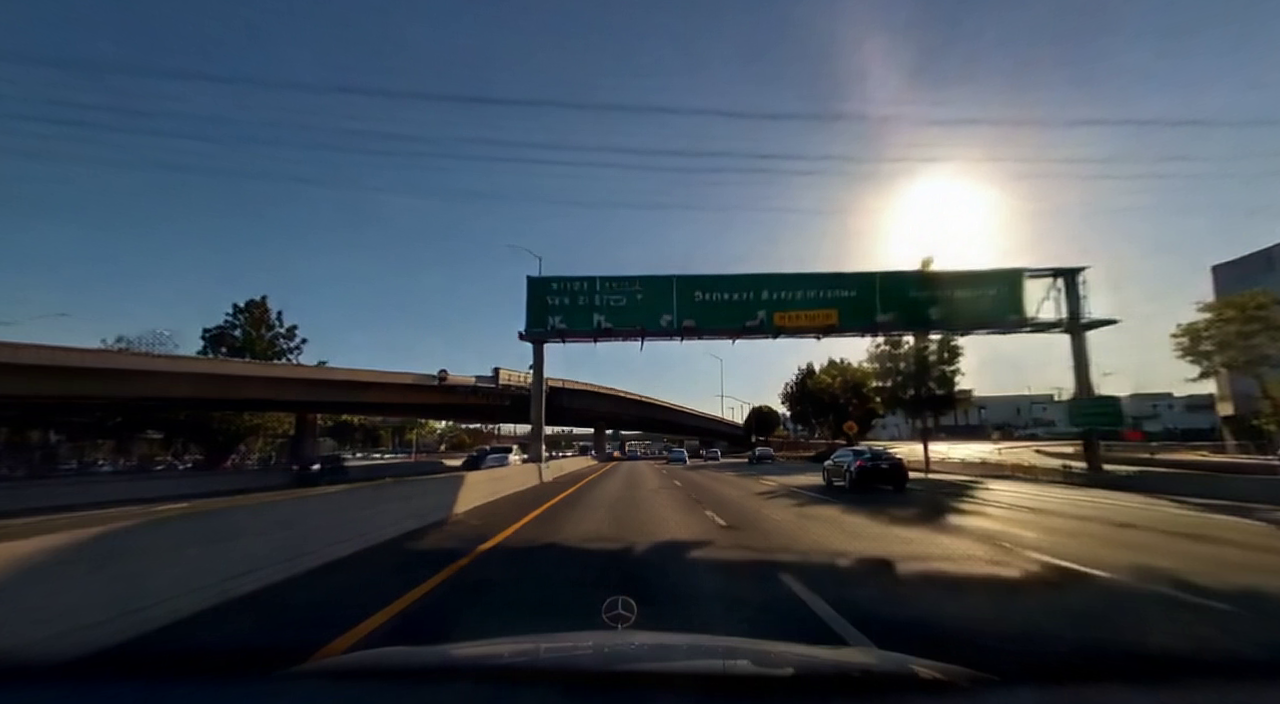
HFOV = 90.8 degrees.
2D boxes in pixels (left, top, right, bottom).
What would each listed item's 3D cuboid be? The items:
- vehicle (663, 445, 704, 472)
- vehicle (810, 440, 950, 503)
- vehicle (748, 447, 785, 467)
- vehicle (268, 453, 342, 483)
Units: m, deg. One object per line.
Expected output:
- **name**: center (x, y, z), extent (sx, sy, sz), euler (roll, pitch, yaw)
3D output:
- **vehicle**: center (2.627, 6.529, 39.058), extent (1.993, 1.507, 4.594), euler (0, -8, -2)
- **vehicle**: center (6.318, 3.176, 17.295), extent (1.952, 1.489, 4.483), euler (0, -8, -2)
- **vehicle**: center (9.447, 7.836, 47.454), extent (1.838, 1.440, 4.121), euler (0, -8, -2)
- **vehicle**: center (-20.764, 7.196, 39.410), extent (2.027, 1.683, 4.824), euler (0, -8, -1)
